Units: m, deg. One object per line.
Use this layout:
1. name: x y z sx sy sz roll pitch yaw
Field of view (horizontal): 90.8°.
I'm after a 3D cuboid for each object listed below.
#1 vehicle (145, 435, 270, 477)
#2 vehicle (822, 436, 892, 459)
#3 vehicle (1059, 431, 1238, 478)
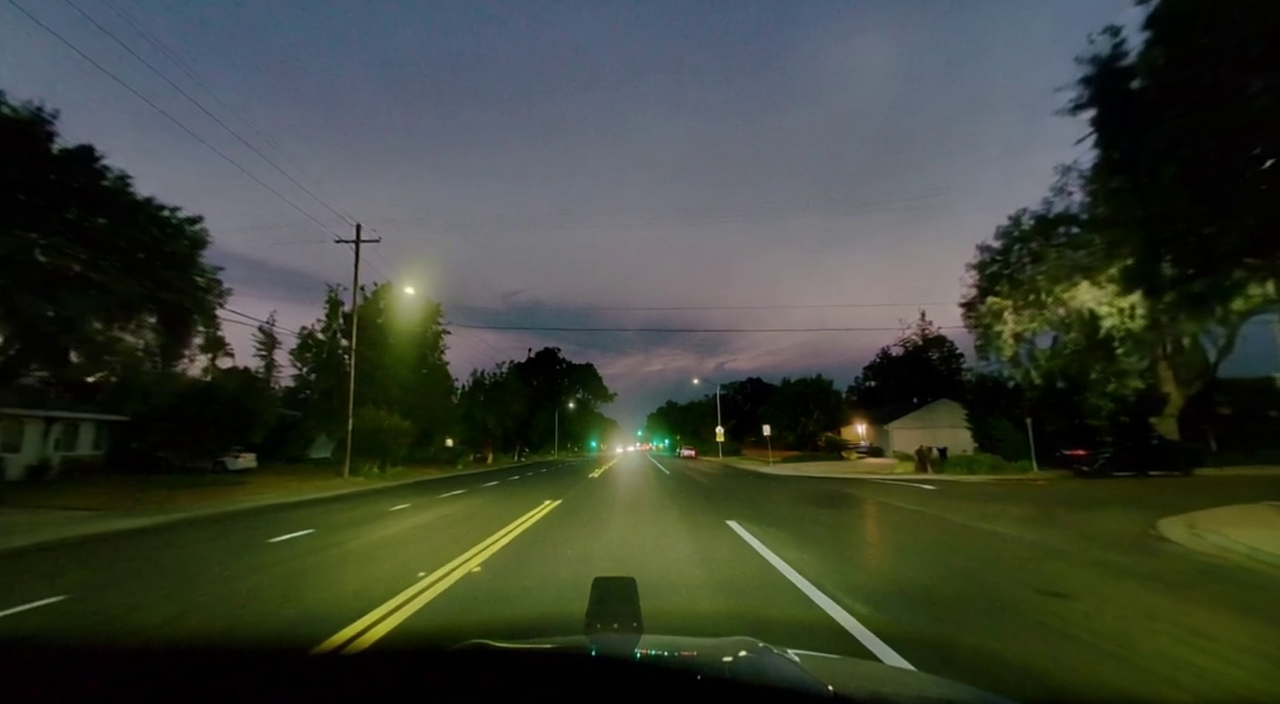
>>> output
1. vehicle: -22.274 5.376 32.736 4.722 1.983 2.346 -1 -8 -2
2. vehicle: 16.164 7.163 47.228 4.443 1.497 2.168 -2 -9 0
3. vehicle: 20.925 4.232 26.208 5.457 1.789 2.169 0 -8 0
